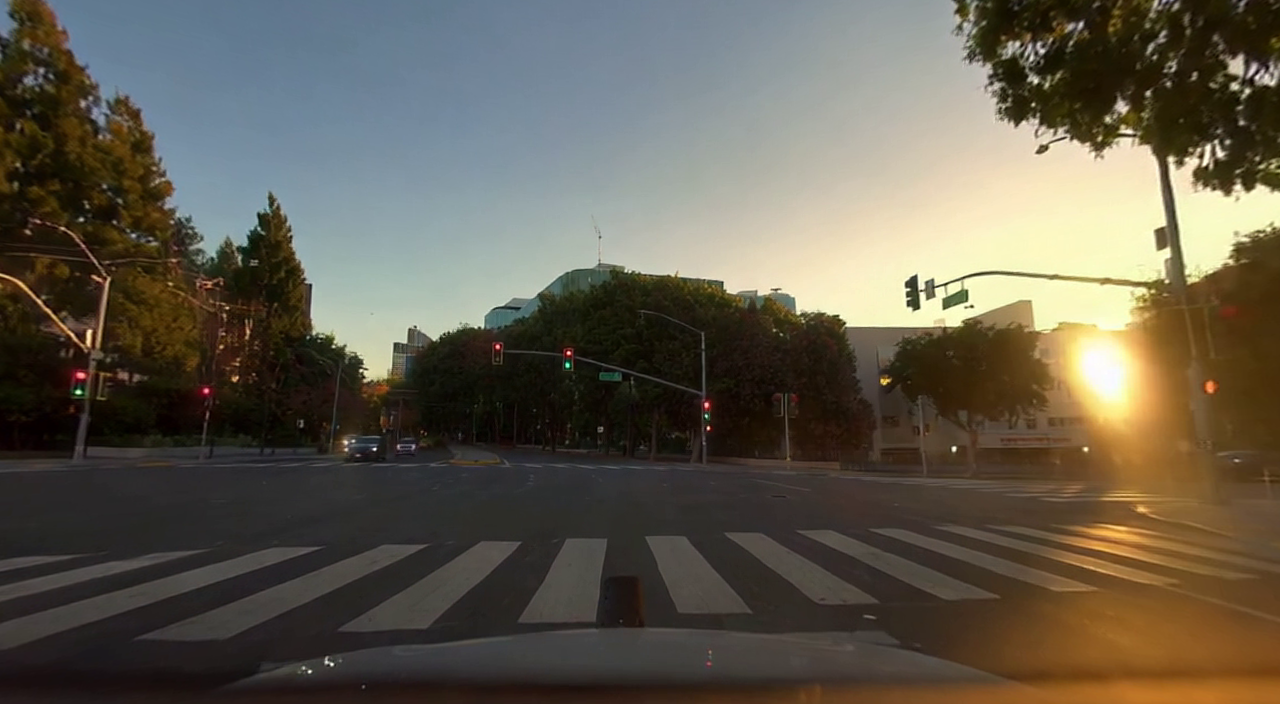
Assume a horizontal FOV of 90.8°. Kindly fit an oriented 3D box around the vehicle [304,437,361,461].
[{"bbox_3d":[-19.886,6.298,41.049,1.918,1.432,4.433,1,-9,-7],"label":"vehicle"}]
